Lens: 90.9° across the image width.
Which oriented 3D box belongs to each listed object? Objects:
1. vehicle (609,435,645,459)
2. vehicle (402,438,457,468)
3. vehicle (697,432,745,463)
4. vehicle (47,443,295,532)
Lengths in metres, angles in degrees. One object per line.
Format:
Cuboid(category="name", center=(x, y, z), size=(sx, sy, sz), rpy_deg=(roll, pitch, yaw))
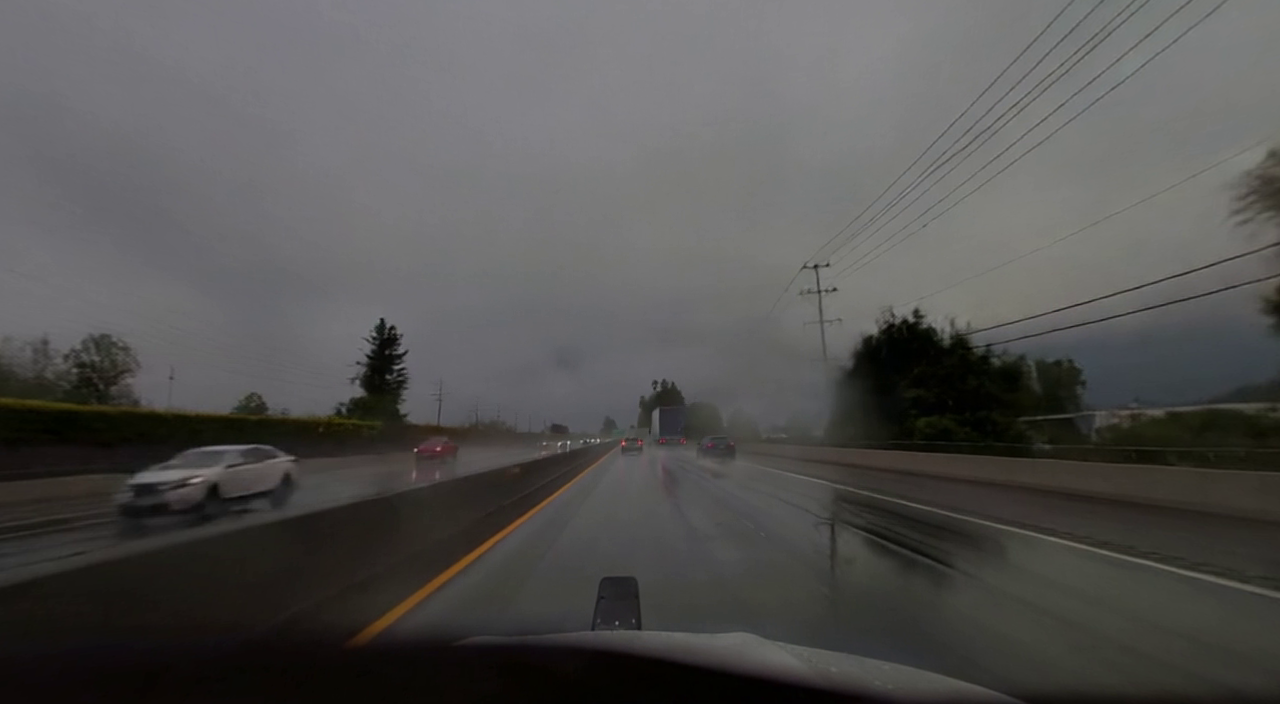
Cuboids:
Cuboid(category="vehicle", center=(-0.816, 6.056, 40.416), size=(2.163, 1.466, 3.693), rpy_deg=(0, -8, -1))
Cuboid(category="vehicle", center=(-13.421, 6.451, 40.471), size=(2.119, 1.787, 4.146), rpy_deg=(0, -8, 0))
Cuboid(category="vehicle", center=(4.258, 5.049, 33.607), size=(1.930, 1.573, 3.853), rpy_deg=(0, -8, -2))
Cuboid(category="vehicle", center=(-9.560, 2.736, 13.420), size=(2.106, 1.511, 4.134), rpy_deg=(0, -8, -1))
